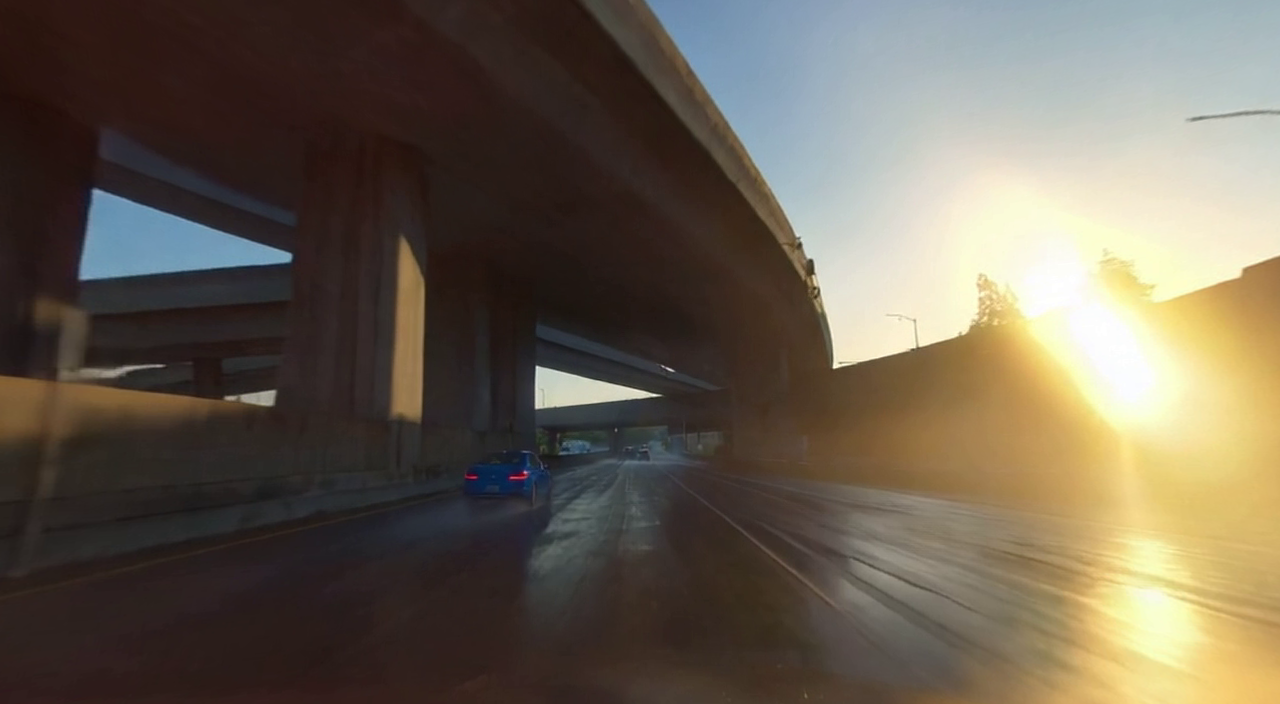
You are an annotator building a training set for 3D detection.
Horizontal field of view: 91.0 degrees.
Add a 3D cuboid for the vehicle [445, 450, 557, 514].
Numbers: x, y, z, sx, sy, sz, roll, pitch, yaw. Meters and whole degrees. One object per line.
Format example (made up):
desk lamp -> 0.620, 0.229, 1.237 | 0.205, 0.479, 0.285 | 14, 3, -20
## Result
vehicle -> -3.562, 3.401, 17.017 | 2.044, 1.478, 4.114 | 0, -9, 1
